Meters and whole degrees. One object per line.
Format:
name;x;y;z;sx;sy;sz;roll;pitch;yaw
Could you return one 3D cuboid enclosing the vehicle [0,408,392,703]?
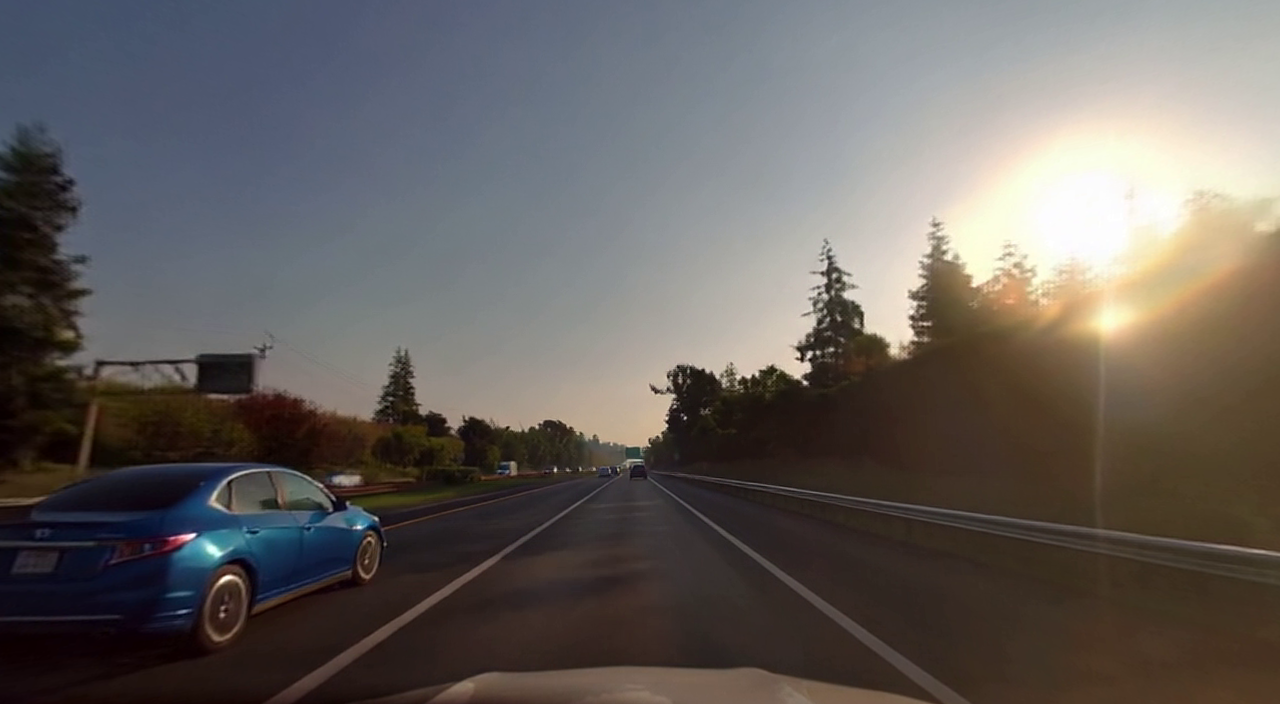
vehicle;-3.735;1.366;4.806;2.017;1.516;4.041;1;-11;0
